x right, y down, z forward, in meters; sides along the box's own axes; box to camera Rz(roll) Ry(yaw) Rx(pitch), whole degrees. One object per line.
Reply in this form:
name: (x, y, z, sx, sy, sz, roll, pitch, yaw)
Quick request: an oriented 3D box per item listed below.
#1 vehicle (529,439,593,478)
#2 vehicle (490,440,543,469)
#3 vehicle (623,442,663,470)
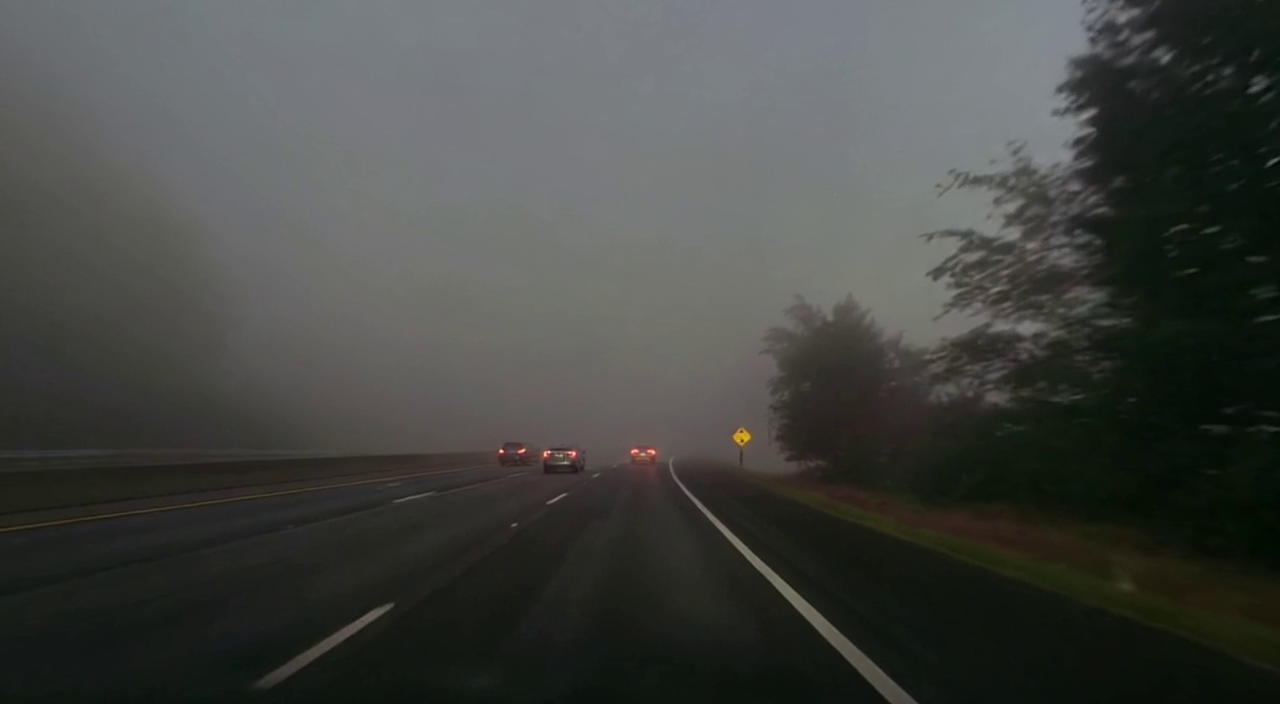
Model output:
vehicle: (-3.389, 4.713, 28.023, 2.129, 1.563, 4.387, -1, -9, 2)
vehicle: (-7.127, 5.976, 36.759, 2.002, 1.543, 4.466, -1, -9, 2)
vehicle: (0.230, 5.993, 36.343, 2.129, 1.502, 4.321, 0, -9, 2)
